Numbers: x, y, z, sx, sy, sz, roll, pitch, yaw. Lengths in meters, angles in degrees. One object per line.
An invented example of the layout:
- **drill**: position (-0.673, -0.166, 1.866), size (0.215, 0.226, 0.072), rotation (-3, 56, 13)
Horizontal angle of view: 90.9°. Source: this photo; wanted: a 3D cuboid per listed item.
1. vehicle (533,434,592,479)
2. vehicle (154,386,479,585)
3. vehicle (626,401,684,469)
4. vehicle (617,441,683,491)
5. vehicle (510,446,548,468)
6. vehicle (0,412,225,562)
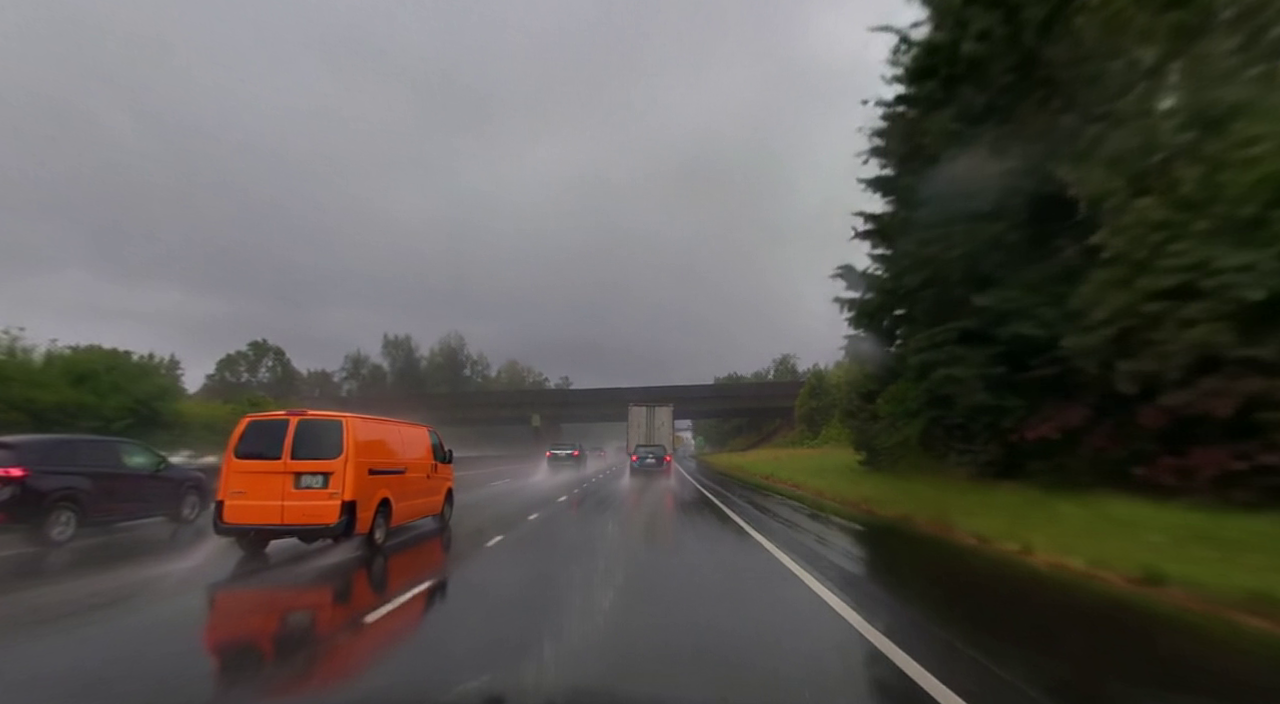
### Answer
- **vehicle**: position (-3.411, 4.699, 28.541), size (2.068, 1.862, 4.234), rotation (0, -9, 1)
- **vehicle**: position (-3.587, 1.571, 8.037), size (1.951, 1.882, 3.979), rotation (0, -9, 0)
- **vehicle**: position (0.649, 6.176, 45.324), size (3.289, 3.822, 18.653), rotation (0, -9, -1)
- **vehicle**: position (0.302, 3.728, 20.900), size (1.991, 1.507, 3.391), rotation (0, -9, 0)
- **vehicle**: position (-7.789, 7.398, 44.522), size (1.886, 1.414, 4.028), rotation (0, -9, 1)
- **vehicle**: position (-8.268, 1.770, 8.708), size (2.093, 1.675, 4.233), rotation (0, -9, 1)
